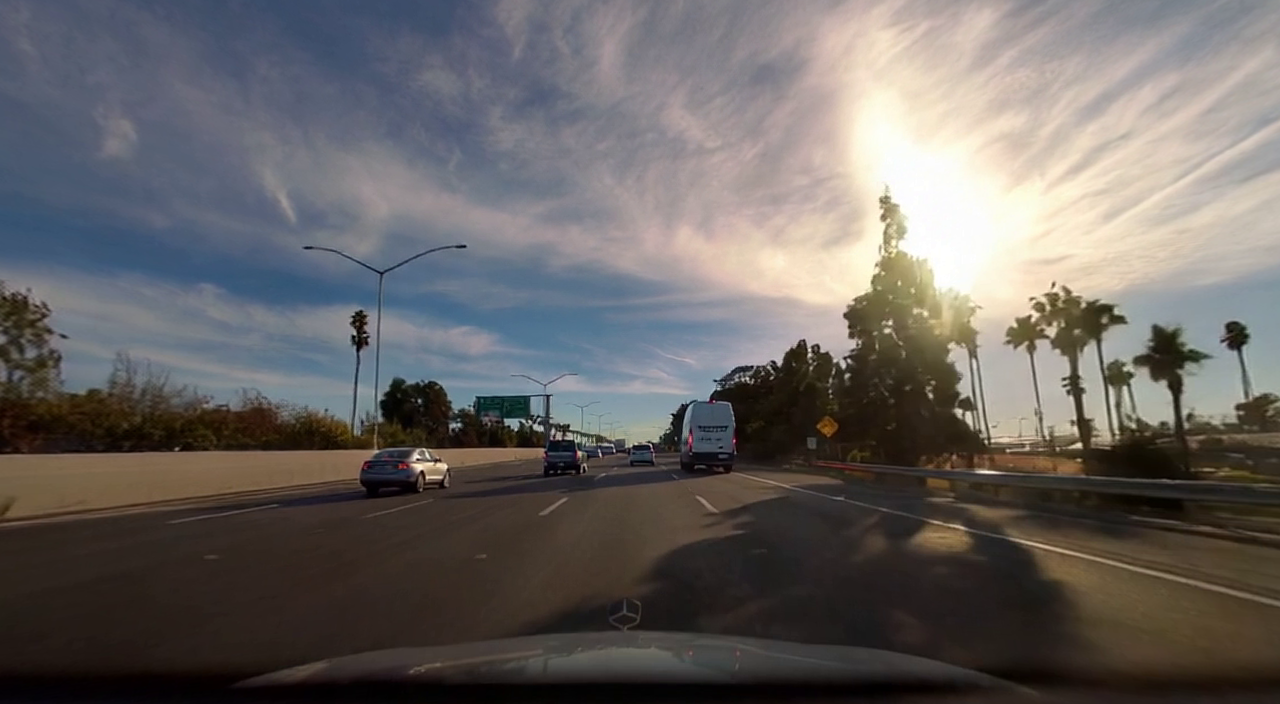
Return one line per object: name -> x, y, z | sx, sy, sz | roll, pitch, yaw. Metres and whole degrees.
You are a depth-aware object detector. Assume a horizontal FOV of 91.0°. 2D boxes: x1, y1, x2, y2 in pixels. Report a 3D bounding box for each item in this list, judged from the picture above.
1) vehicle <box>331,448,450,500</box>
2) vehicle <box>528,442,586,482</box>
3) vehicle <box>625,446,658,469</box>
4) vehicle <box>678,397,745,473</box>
vehicle -> -7.905, 3.876, 20.497 | 2.050, 1.487, 4.372 | 0, -9, 1
vehicle -> -3.692, 4.951, 28.679 | 2.017, 1.683, 4.094 | 0, -9, 1
vehicle -> 0.098, 7.090, 42.444 | 2.085, 1.507, 4.096 | 0, -9, 0
vehicle -> 4.015, 5.011, 37.418 | 3.086, 3.984, 8.371 | 0, -9, 1
